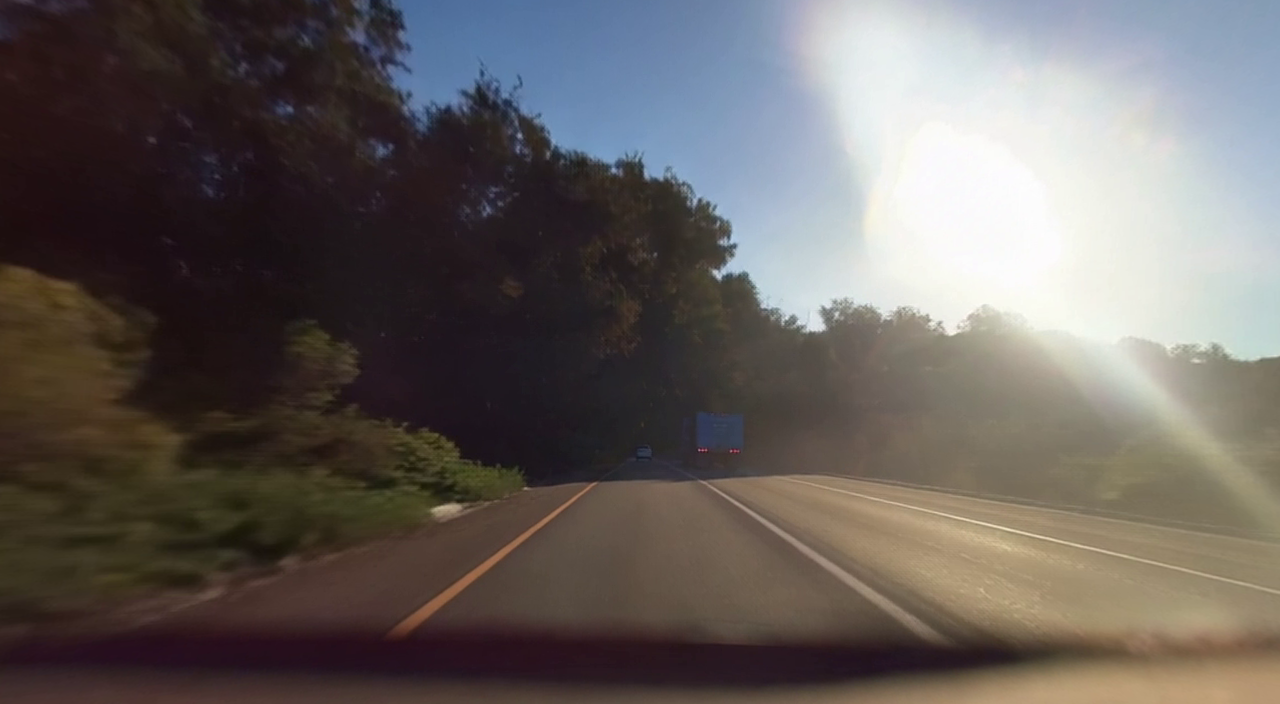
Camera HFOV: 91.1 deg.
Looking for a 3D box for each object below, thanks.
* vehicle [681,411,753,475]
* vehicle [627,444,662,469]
[{"bbox_3d":[4.170,5.186,35.900,3.015,3.211,7.982,0,-8,-1],"label":"vehicle"},{"bbox_3d":[0.327,6.752,40.854,2.170,1.544,4.373,0,-8,1],"label":"vehicle"}]
